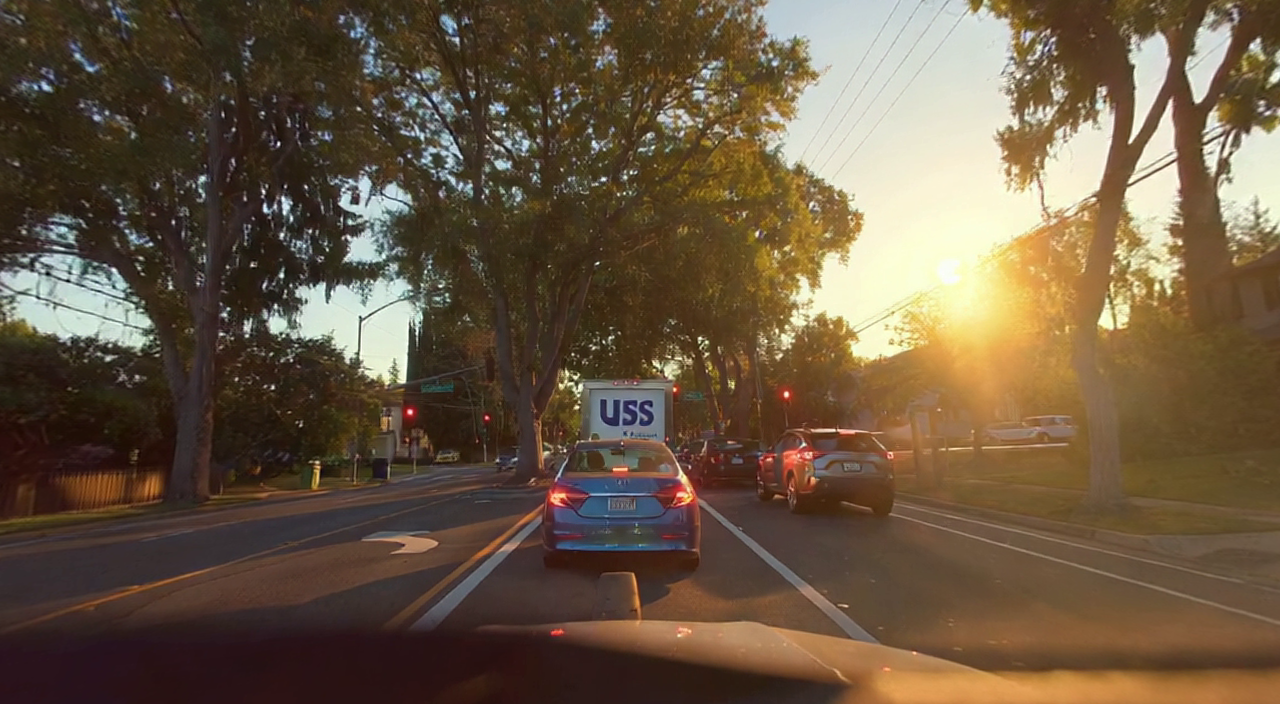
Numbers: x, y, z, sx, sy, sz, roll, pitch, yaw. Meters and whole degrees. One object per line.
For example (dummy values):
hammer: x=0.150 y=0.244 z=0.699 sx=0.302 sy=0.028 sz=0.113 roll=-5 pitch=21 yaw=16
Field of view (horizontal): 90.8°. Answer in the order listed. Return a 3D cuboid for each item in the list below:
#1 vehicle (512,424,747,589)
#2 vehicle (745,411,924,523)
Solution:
vehicle: x=-0.149 y=1.720 z=7.933 sx=2.135 sy=1.483 sz=4.207 roll=0 pitch=-8 yaw=-2
vehicle: x=3.606 y=2.244 z=12.819 sx=2.145 sy=1.847 sz=4.524 roll=0 pitch=-8 yaw=0
